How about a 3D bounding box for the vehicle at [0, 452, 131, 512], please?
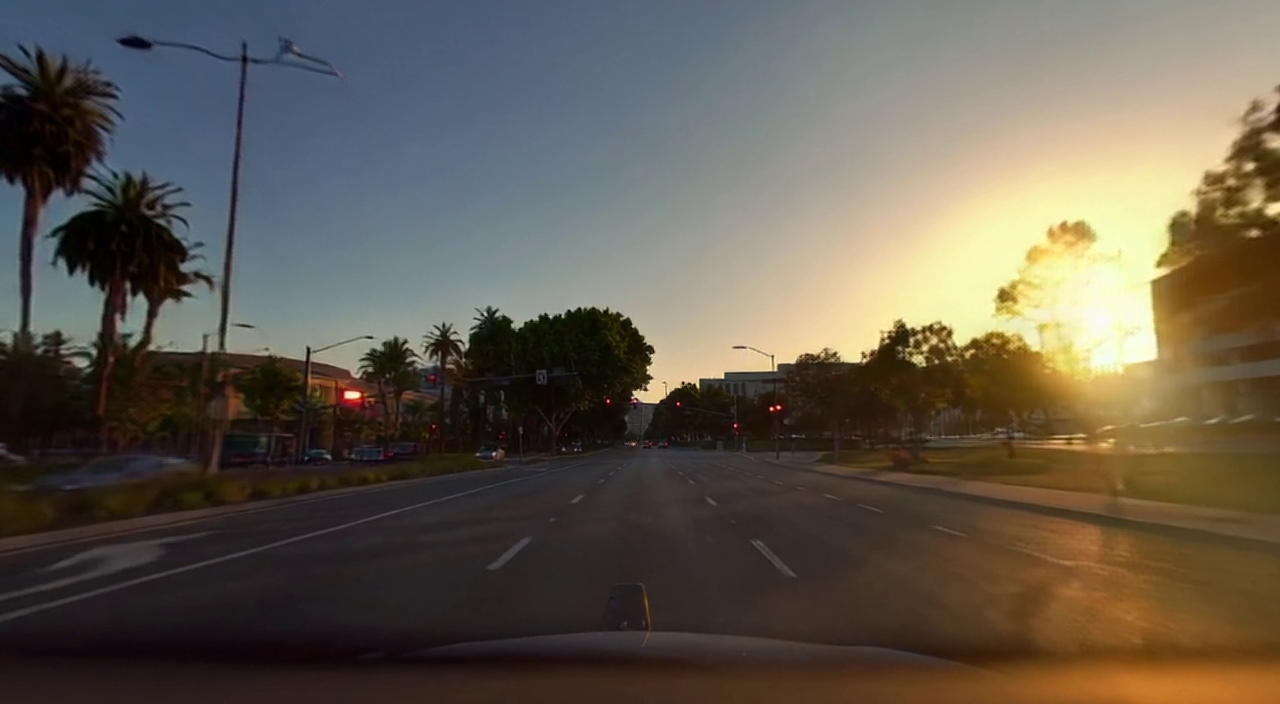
[{"bbox_3d":[-17.560,3.682,18.200,1.928,1.478,4.403,0,-8,1],"label":"vehicle"}]
